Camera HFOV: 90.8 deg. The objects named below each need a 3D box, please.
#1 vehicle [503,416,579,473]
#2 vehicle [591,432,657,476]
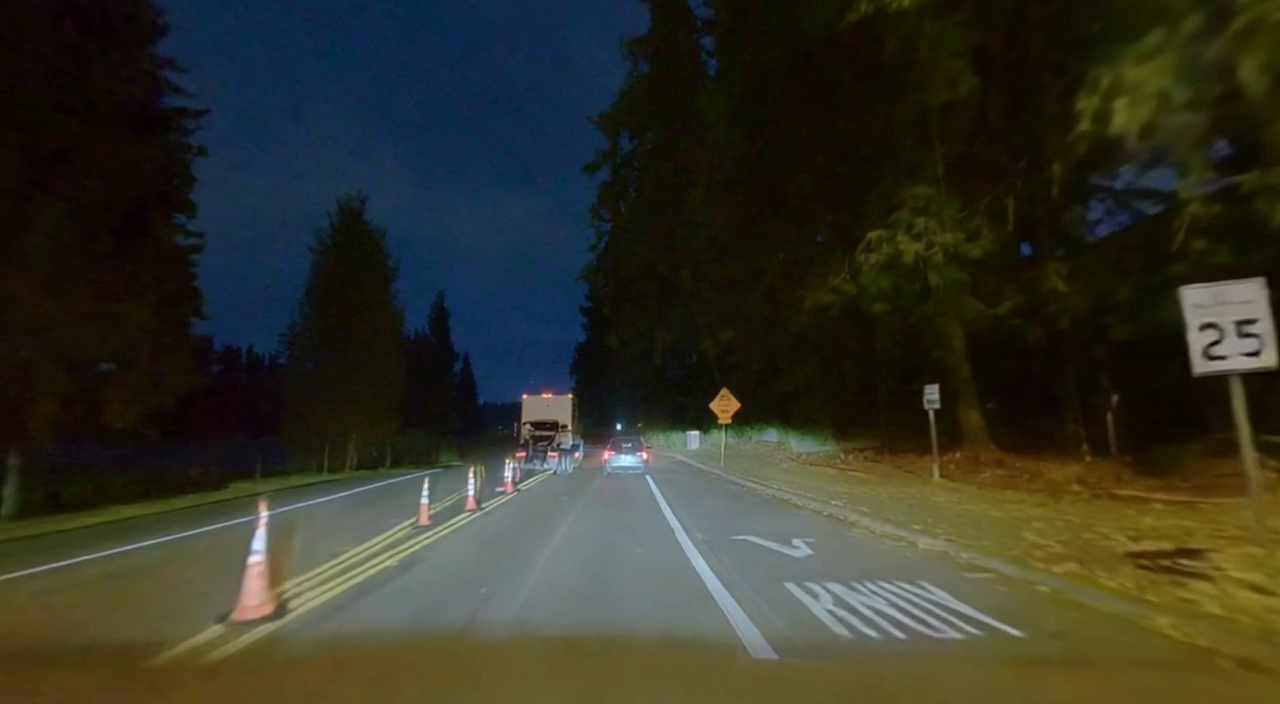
[{"bbox_3d":[-3.897,3.783,25.864,2.671,2.053,6.074,1,-8,-6],"label":"vehicle"},{"bbox_3d":[-0.619,3.722,23.325,2.186,1.463,4.356,0,-8,-2],"label":"vehicle"}]
